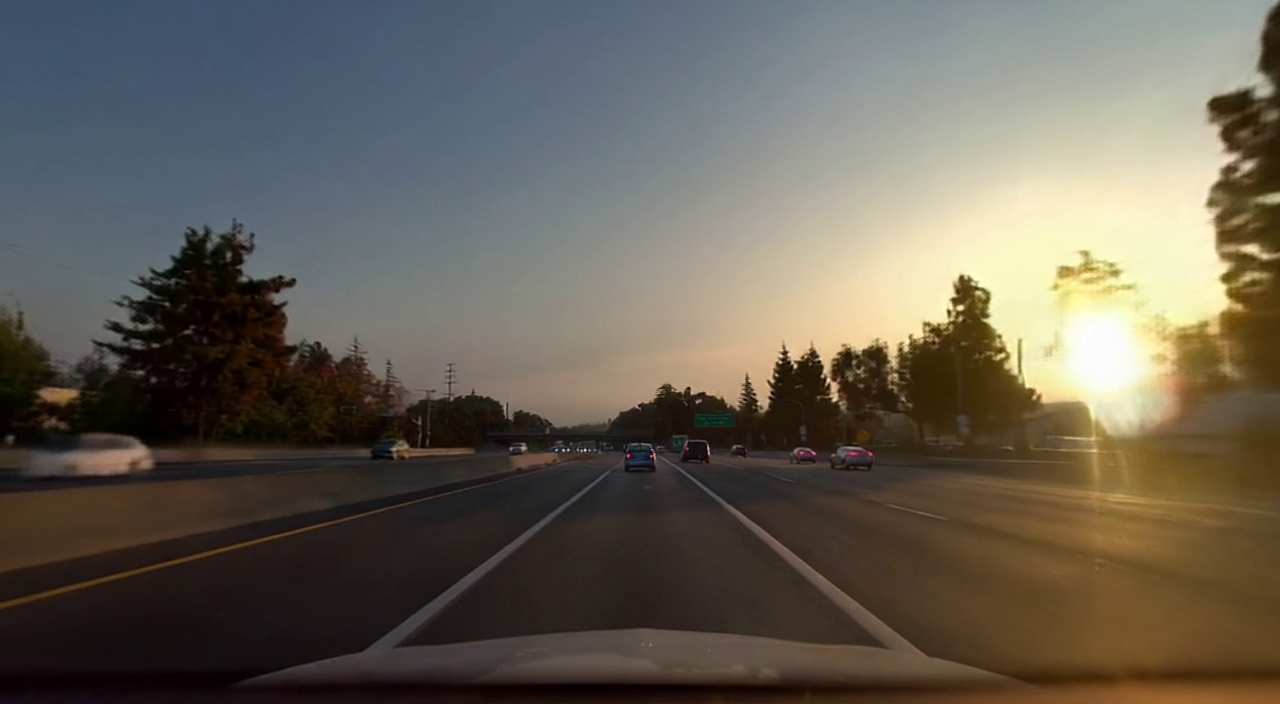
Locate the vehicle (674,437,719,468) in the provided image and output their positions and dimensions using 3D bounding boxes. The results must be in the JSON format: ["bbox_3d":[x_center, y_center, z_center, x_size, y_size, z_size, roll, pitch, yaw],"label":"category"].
[{"bbox_3d":[3.875,7.010,44.276,2.505,2.020,5.532,0,-9,-1],"label":"vehicle"}]

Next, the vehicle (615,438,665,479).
[{"bbox_3d":[-0.039,4.784,28.658,2.105,1.711,4.293,0,-9,-1],"label":"vehicle"}]

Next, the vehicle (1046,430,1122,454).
[{"bbox_3d":[34.846,7.105,49.572,4.402,1.637,1.847,2,-10,4],"label":"vehicle"}]

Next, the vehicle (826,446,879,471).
[{"bbox_3d":[13.411,6.720,40.071,1.872,1.459,4.502,0,-9,2],"label":"vehicle"}]

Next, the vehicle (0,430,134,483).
[{"bbox_3d":[-21.941,3.867,23.600,2.021,1.772,4.697,0,-9,0],"label":"vehicle"}]
